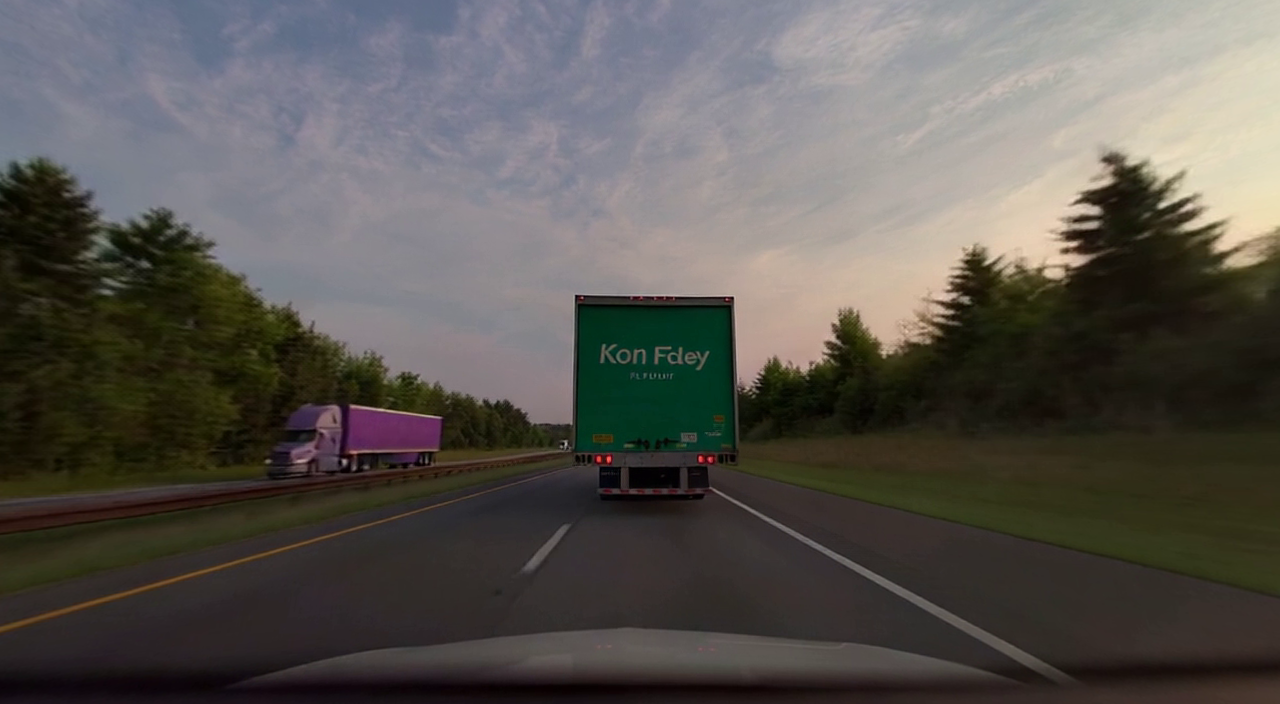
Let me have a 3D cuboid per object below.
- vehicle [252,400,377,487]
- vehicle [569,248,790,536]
[{"bbox_3d":[-16.303,4.681,32.172,2.997,3.998,5.894,0,-9,1],"label":"vehicle"},{"bbox_3d":[0.506,1.647,16.668,3.230,4.377,14.405,0,-9,-1],"label":"vehicle"}]
